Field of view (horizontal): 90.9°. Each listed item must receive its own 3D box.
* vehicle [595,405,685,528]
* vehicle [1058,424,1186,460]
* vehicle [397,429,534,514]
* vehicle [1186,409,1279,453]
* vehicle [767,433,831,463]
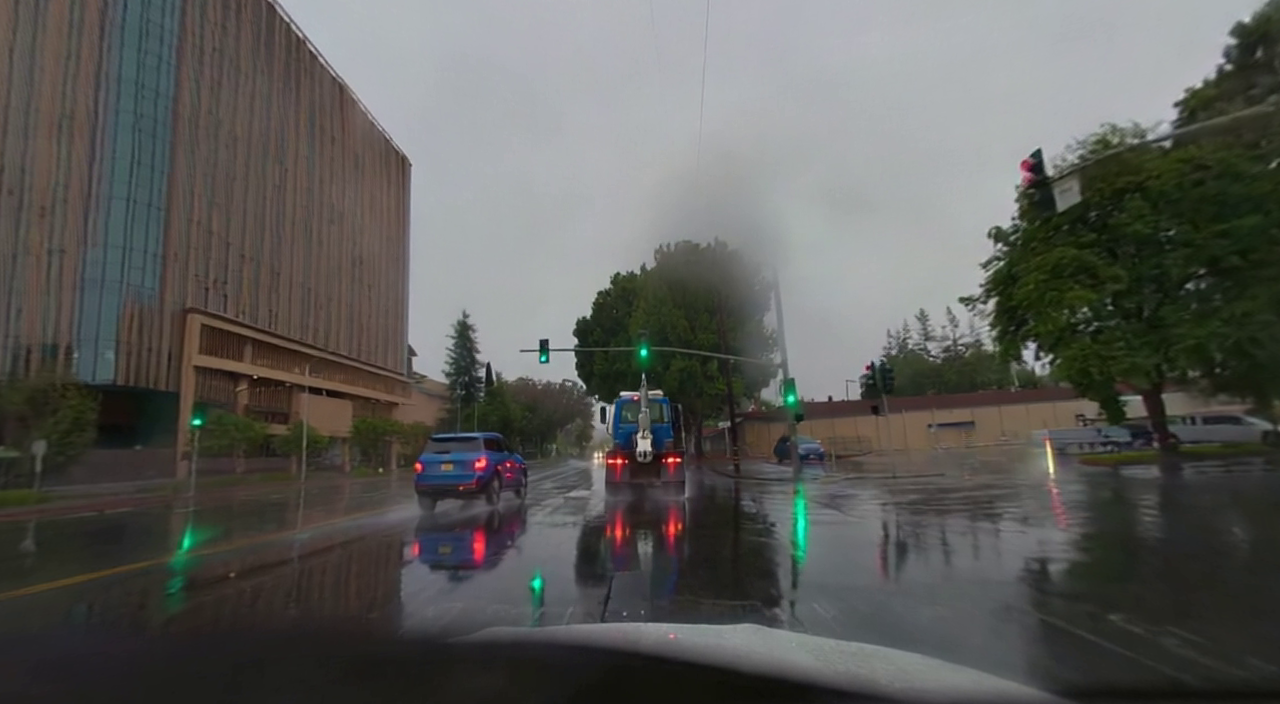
[{"bbox_3d":[-0.056,4.103,23.728,2.552,3.461,11.044,-1,-9,0],"label":"vehicle"},{"bbox_3d":[20.932,3.979,27.626,1.767,1.440,4.261,1,-9,-10],"label":"vehicle"},{"bbox_3d":[-3.915,2.764,15.002,2.081,1.688,4.235,0,-9,-1],"label":"vehicle"},{"bbox_3d":[28.259,3.608,28.845,4.772,1.868,2.053,0,-9,-6],"label":"vehicle"},{"bbox_3d":[10.272,6.271,41.233,2.186,1.783,4.716,0,-9,-10],"label":"vehicle"}]
